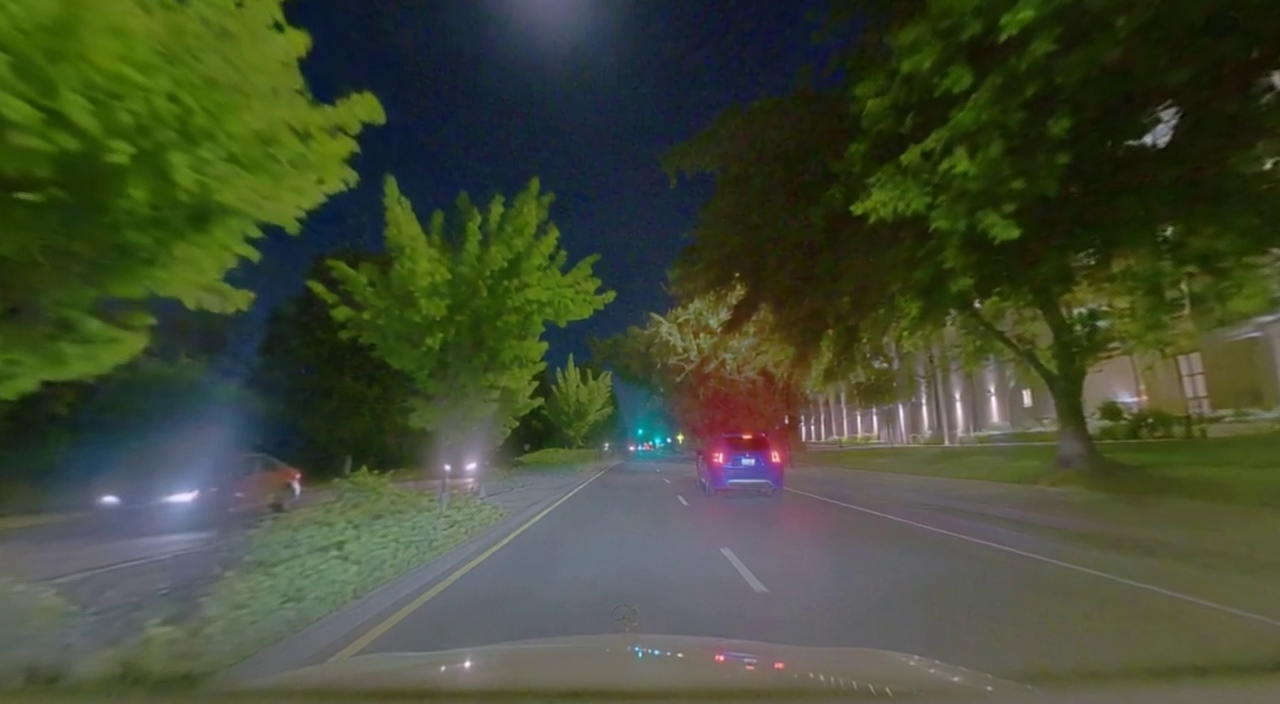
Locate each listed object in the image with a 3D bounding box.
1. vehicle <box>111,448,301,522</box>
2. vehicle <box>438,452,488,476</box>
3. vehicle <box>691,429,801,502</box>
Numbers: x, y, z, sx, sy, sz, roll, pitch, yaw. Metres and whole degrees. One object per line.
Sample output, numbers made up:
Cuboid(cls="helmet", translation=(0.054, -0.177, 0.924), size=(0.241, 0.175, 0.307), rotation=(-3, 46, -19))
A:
Cuboid(cls="vehicle", translation=(-11.545, 3.504, 17.295), size=(2.003, 1.733, 4.392), rotation=(0, -9, 1))
Cuboid(cls="vehicle", translation=(-11.704, 7.441, 42.163), size=(1.968, 1.476, 4.631), rotation=(0, -9, 1))
Cuboid(cls="vehicle", translation=(2.709, 3.036, 17.298), size=(2.164, 1.725, 4.285), rotation=(0, -9, -1))
